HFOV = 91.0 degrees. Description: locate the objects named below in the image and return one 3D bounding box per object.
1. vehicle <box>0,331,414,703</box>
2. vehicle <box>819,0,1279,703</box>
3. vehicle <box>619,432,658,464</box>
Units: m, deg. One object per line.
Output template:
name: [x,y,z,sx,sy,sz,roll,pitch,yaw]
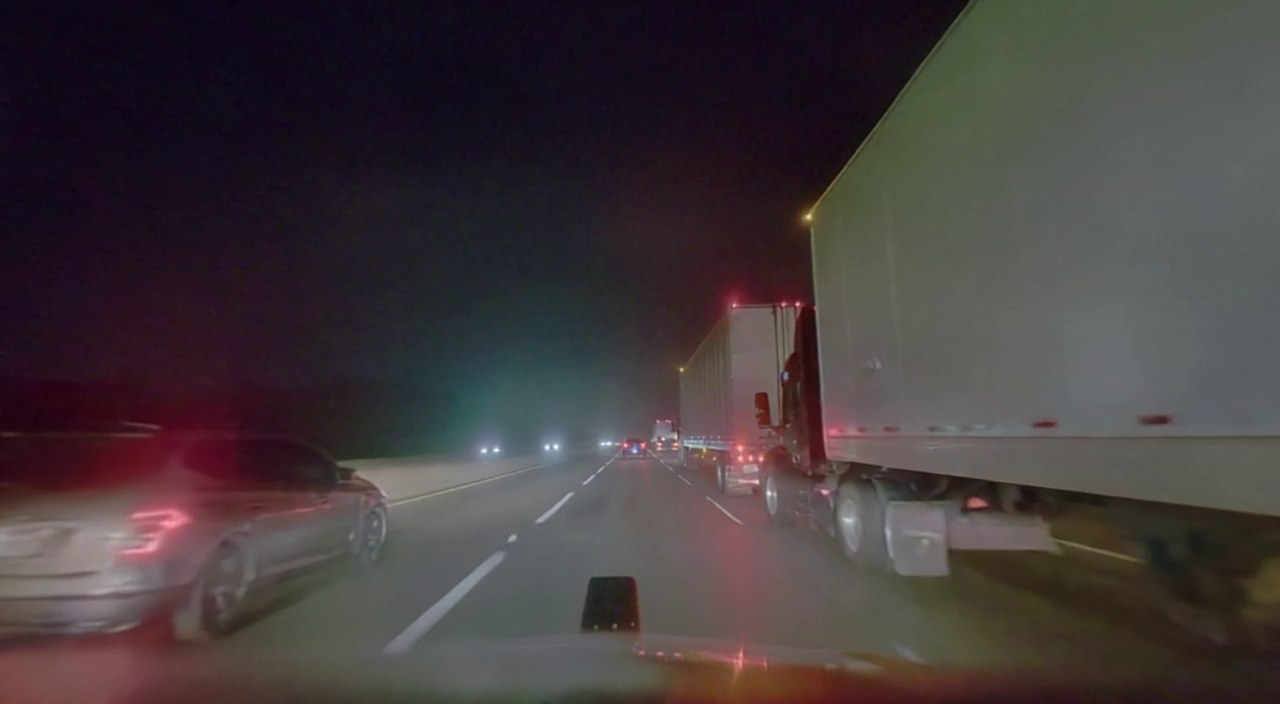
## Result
vehicle: [-3.615,1.117,4.560,2.326,1.761,4.450,-1,-8,0]
vehicle: [3.901,-0.391,1.792,3.469,3.881,10.805,-1,-8,0]
vehicle: [-0.188,6.448,42.316,2.456,2.007,4.728,0,-8,-2]
